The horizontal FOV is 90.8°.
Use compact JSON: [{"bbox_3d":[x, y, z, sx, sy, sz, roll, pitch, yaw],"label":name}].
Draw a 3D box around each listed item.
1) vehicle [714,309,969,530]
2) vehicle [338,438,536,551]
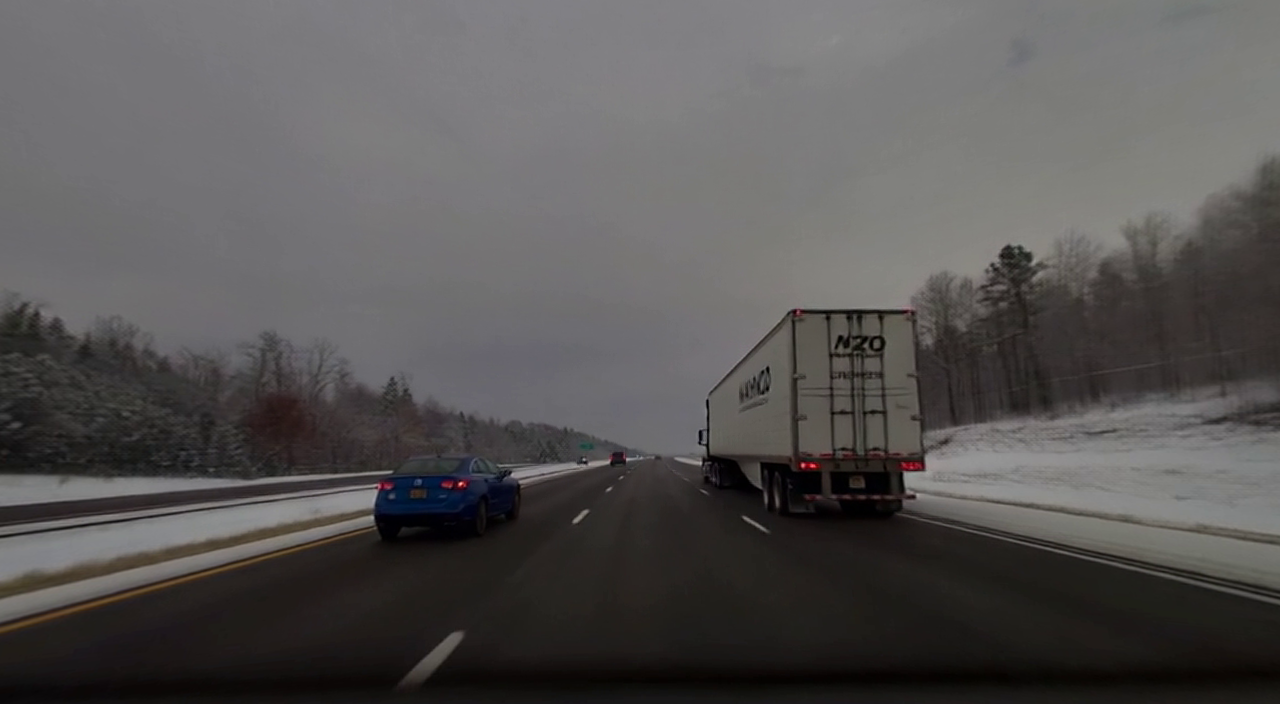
[{"bbox_3d":[4.453,2.256,18.489,2.832,4.034,13.924,0,-9,0],"label":"vehicle"},{"bbox_3d":[-3.172,2.310,10.918,1.945,1.537,4.294,0,-9,1],"label":"vehicle"}]
